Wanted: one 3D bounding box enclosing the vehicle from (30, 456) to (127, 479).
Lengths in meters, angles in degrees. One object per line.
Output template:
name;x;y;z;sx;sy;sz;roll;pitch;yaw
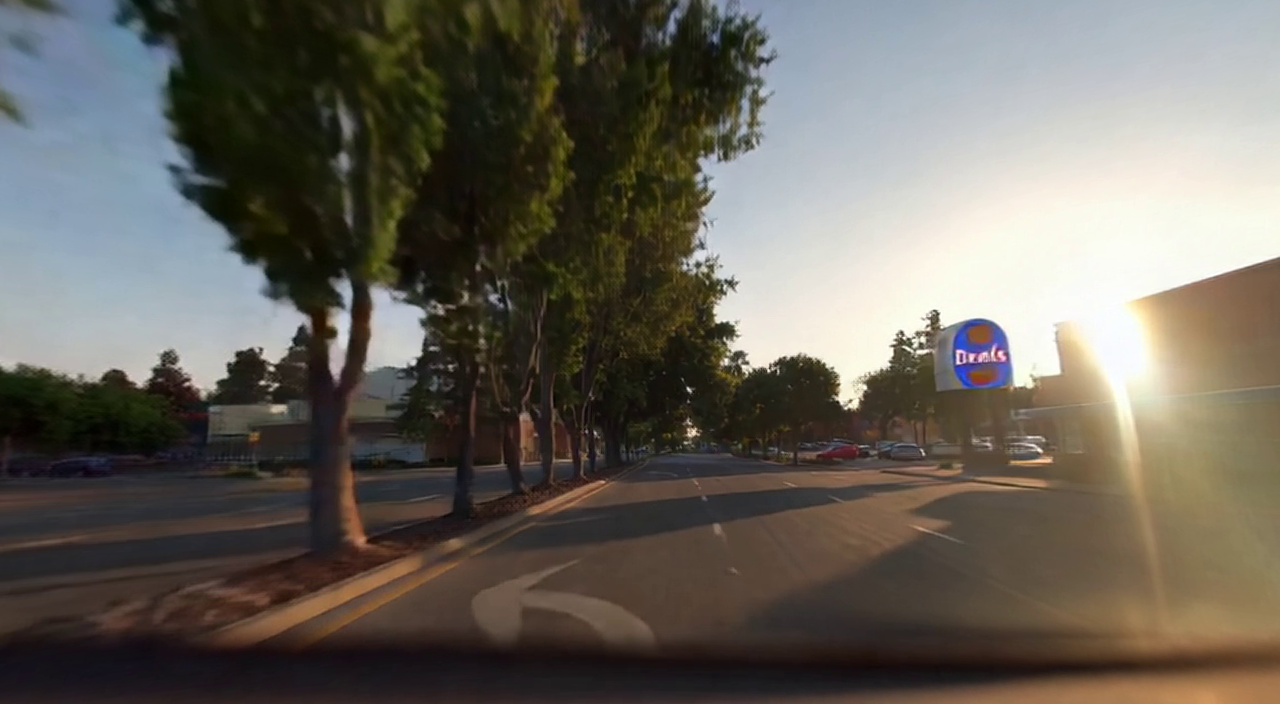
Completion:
vehicle;-41.999;8.655;47.390;4.996;1.563;1.862;3;-9;-18
